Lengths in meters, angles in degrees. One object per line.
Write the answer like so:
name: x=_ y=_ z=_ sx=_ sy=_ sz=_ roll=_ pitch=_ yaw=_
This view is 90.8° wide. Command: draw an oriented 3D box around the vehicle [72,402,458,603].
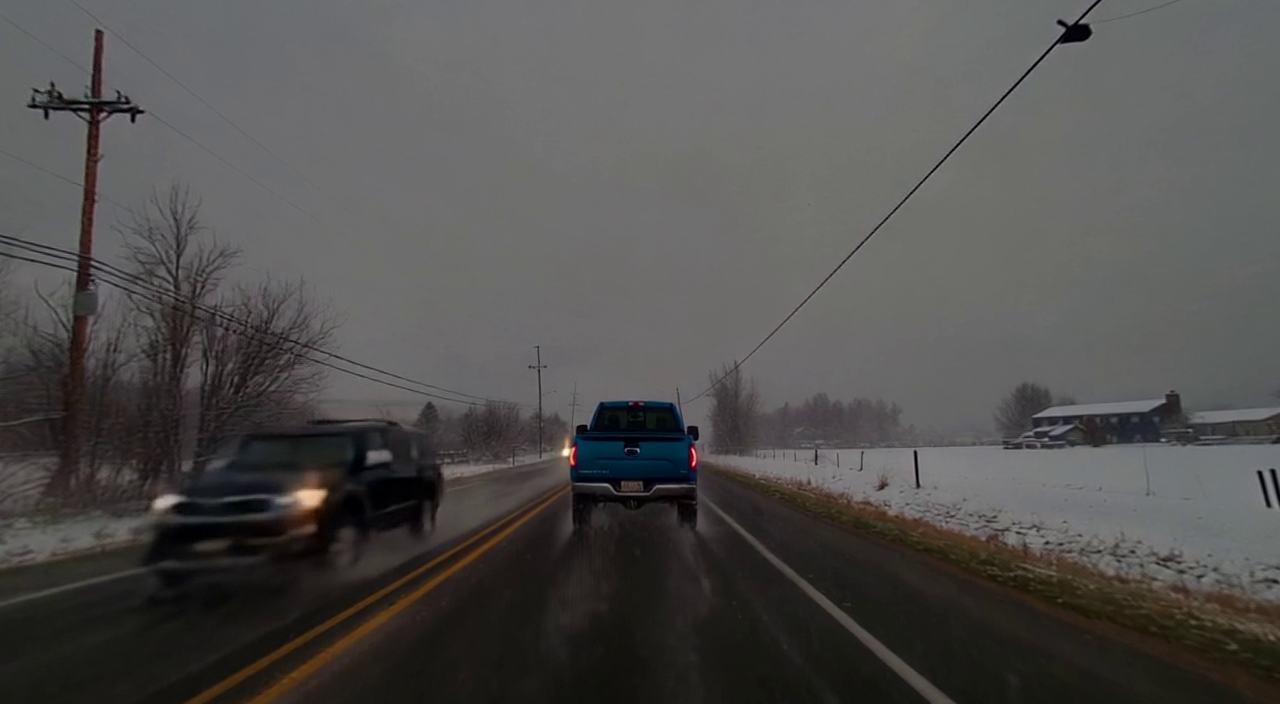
vehicle: x=-3.886 y=1.625 z=7.692 sx=2.051 sy=1.735 sz=4.259 roll=0 pitch=-8 yaw=0

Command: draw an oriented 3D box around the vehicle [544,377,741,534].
vehicle: x=-0.038 y=2.073 z=13.102 sx=2.912 sy=2.320 sz=7.292 roll=0 pitch=-8 yaw=-1
